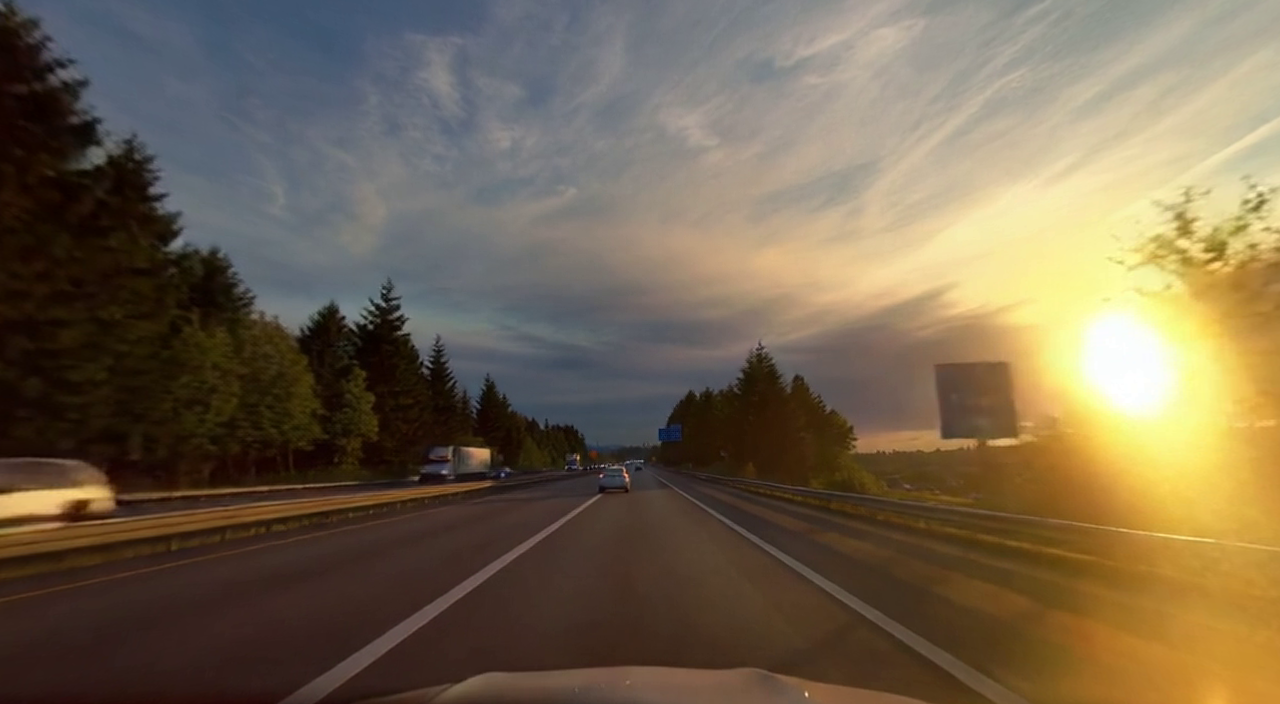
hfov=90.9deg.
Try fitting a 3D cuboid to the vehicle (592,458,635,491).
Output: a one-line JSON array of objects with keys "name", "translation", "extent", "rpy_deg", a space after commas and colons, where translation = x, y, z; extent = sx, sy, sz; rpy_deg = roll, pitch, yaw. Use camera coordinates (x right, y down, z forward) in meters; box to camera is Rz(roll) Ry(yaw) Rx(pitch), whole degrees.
[{"name": "vehicle", "translation": [-1.401, 6.749, 34.863], "extent": [2.104, 1.655, 4.039], "rpy_deg": [0, -10, 1]}]
